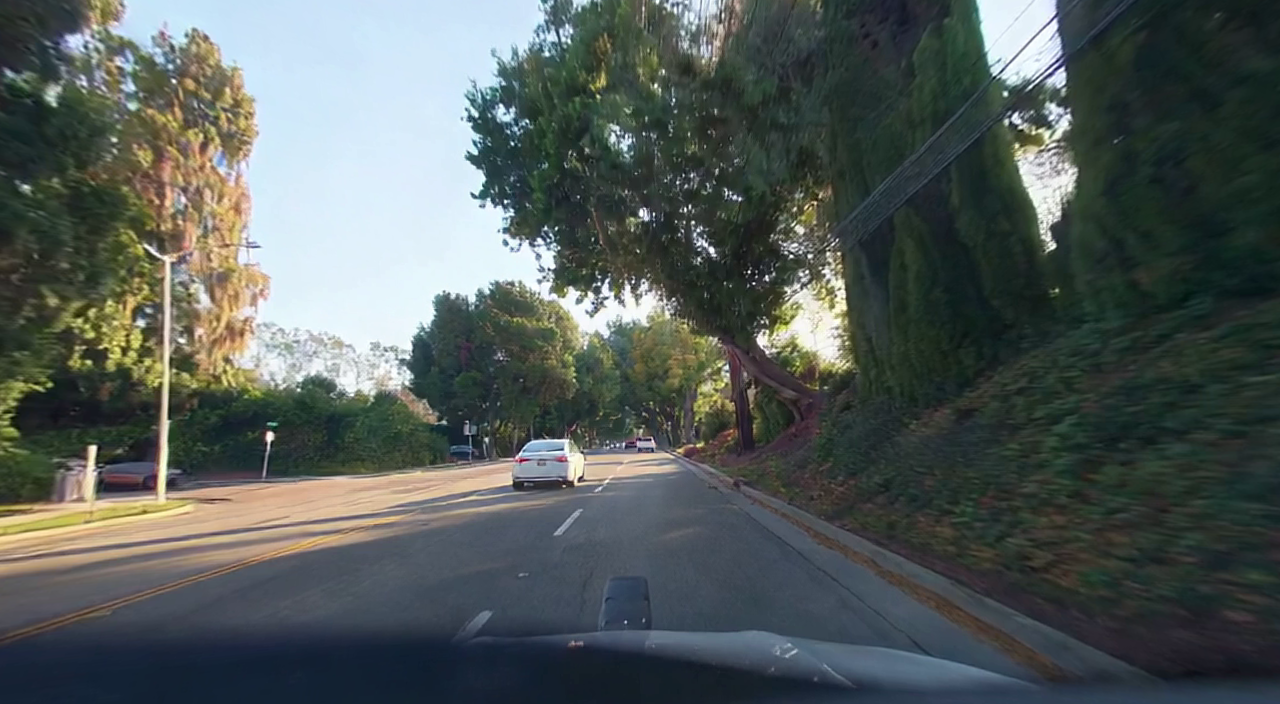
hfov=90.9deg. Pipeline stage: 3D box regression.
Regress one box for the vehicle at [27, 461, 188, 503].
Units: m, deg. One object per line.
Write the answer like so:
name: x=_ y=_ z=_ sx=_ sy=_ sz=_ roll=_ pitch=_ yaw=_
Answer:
vehicle: x=-20.010 y=4.865 z=23.802 sx=4.462 sy=1.455 sz=1.846 roll=-1 pitch=-8 yaw=3

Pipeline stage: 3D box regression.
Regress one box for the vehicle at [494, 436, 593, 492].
vehicle: x=-2.715 y=3.281 z=18.840 sx=2.153 sy=1.461 sz=4.374 roll=0 pitch=-8 yaw=2
